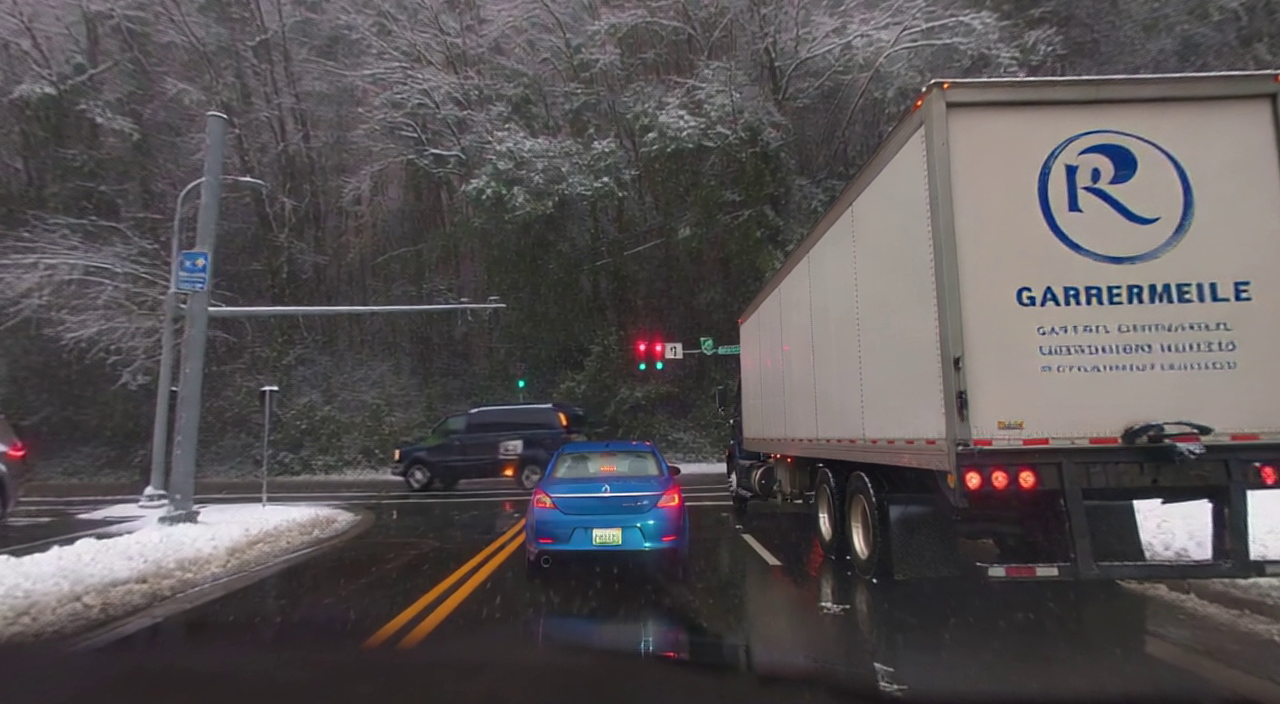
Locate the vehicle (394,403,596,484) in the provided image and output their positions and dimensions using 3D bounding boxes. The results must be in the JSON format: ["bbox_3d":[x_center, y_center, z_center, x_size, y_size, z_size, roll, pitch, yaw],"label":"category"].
[{"bbox_3d":[-6.815,4.467,30.767,9.076,3.642,2.916,1,-9,-9],"label":"vehicle"}]

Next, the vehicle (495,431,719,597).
[{"bbox_3d":[-0.327,1.714,7.424,1.975,1.457,3.526,0,-9,-1],"label":"vehicle"}]

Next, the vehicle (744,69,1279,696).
[{"bbox_3d":[3.580,0.792,8.586,2.884,3.753,9.763,0,-9,1],"label":"vehicle"}]
